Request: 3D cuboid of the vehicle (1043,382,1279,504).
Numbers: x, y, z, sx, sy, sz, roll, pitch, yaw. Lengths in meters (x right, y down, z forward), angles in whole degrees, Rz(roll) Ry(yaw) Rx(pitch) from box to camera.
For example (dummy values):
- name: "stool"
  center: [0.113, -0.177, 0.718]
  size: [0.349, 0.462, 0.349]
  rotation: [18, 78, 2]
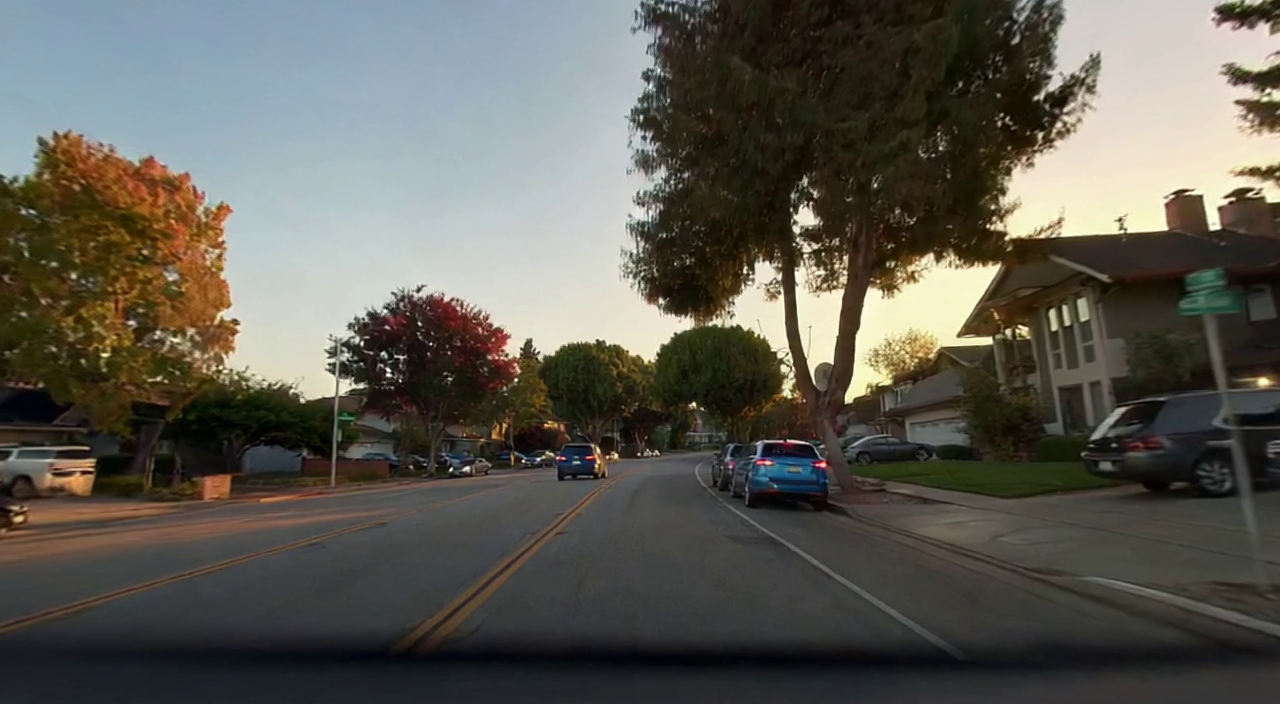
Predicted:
- name: "vehicle"
  center: [11.926, 1.715, 12.465]
  size: [6.150, 2.059, 2.284]
  rotation: [-3, -8, 4]

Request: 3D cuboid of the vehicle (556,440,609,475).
- name: "vehicle"
  center: [-3.007, 5.637, 33.944]
  size: [2.135, 1.731, 4.232]
  rotation: [-1, -8, 5]

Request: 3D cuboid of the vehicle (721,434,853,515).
- name: "vehicle"
  center: [3.480, 2.996, 16.143]
  size: [2.147, 1.725, 4.927]
  rotation: [0, -8, -1]

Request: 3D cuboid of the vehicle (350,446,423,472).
- name: "vehicle"
  center: [-18.873, 7.983, 47.125]
  size: [4.628, 1.808, 1.899]
  rotation: [0, -12, 8]

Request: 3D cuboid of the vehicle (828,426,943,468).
- name: "vehicle"
  center: [12.533, 4.895, 32.561]
  size: [5.036, 1.782, 2.098]
  rotation: [-5, -9, 9]
